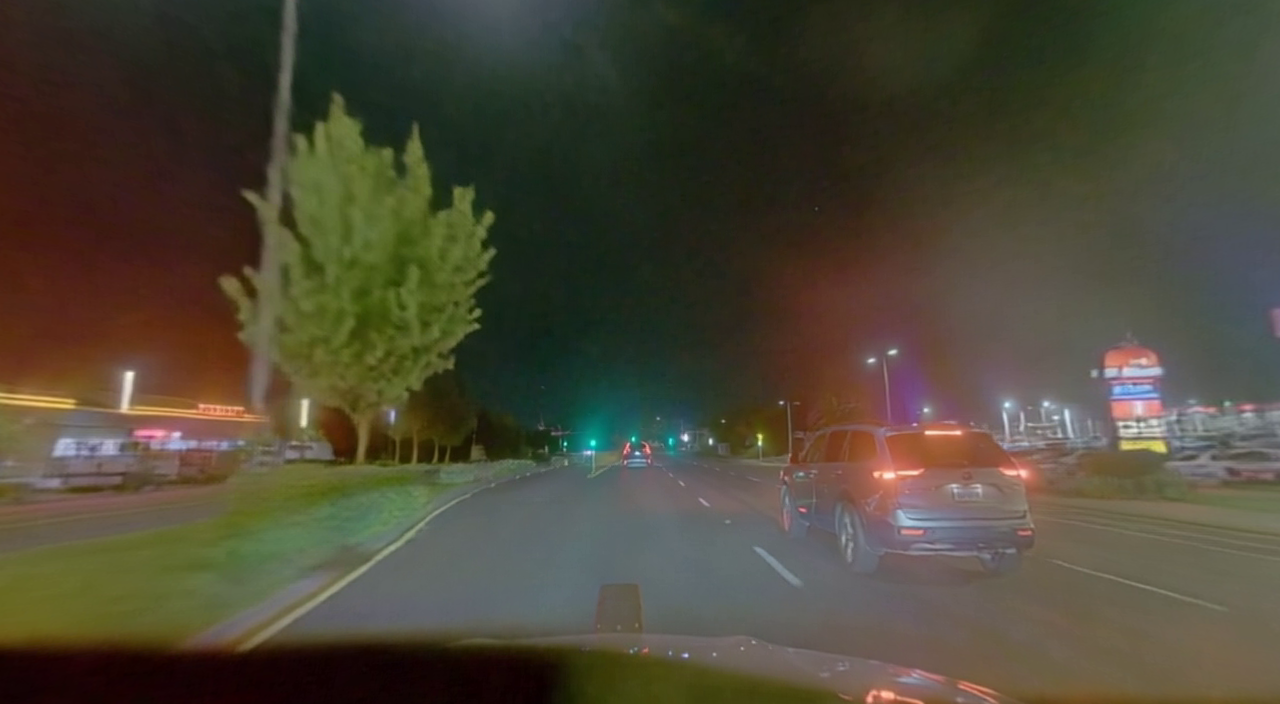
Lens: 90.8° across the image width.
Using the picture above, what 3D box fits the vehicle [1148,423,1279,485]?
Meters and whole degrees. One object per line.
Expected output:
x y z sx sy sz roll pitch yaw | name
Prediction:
20.284 3.289 20.524 5.408 1.845 2.377 0 -8 0 | vehicle

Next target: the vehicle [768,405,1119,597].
3.174 1.660 7.922 2.110 1.698 4.397 0 -8 -1 | vehicle

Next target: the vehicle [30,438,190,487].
-25.851 5.412 30.990 5.776 1.932 2.226 -3 -9 -2 | vehicle

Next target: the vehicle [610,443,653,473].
-0.437 5.525 33.130 2.126 1.475 3.967 0 -8 0 | vehicle
